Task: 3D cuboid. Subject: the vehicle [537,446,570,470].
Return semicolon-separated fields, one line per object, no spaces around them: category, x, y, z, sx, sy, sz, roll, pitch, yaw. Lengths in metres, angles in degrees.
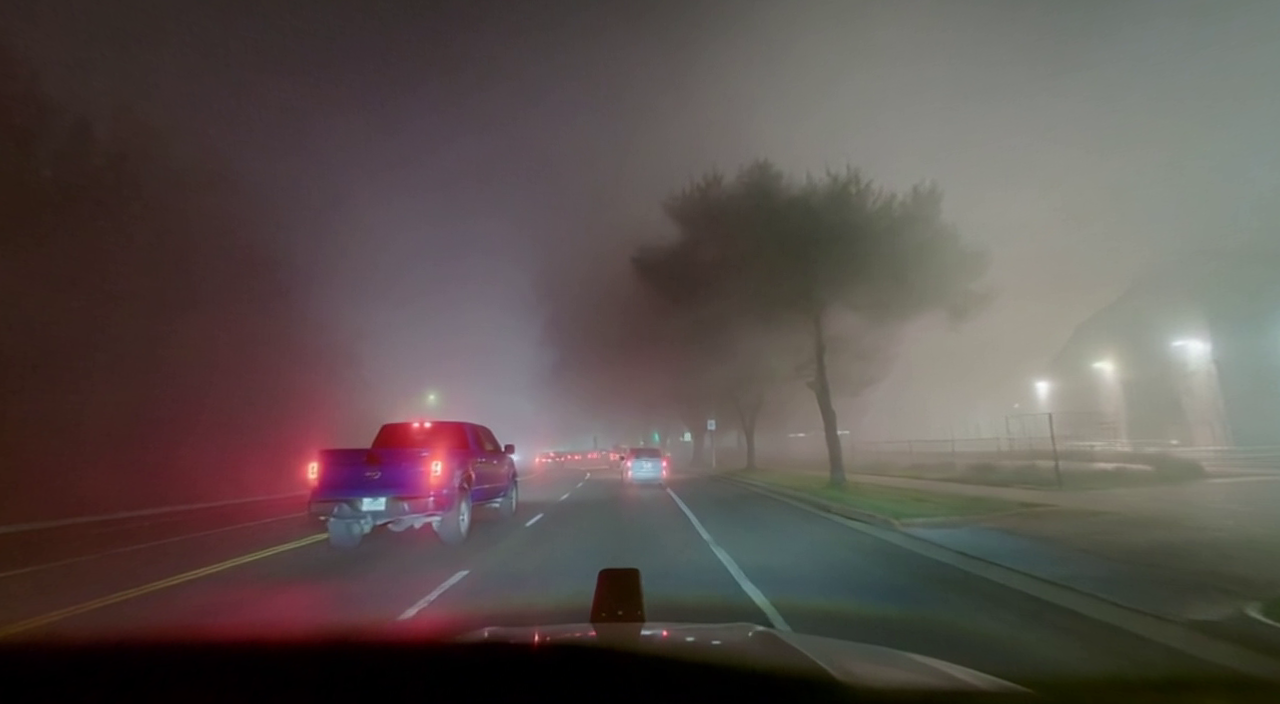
vehicle;-5.650;6.915;41.064;2.018;1.458;4.350;1;-9;-8

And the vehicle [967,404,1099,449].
vehicle;22.264;4.338;36.069;6.027;2.377;2.245;-4;-10;26

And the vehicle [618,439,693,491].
vehicle;0.395;3.683;20.798;2.142;1.528;4.133;1;-9;-3

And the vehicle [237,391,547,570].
vehicle;-3.202;1.879;9.985;2.512;1.992;5.725;0;-9;1

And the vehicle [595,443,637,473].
vehicle;-1.351;5.769;34.307;2.047;1.502;3.873;1;-9;-6
